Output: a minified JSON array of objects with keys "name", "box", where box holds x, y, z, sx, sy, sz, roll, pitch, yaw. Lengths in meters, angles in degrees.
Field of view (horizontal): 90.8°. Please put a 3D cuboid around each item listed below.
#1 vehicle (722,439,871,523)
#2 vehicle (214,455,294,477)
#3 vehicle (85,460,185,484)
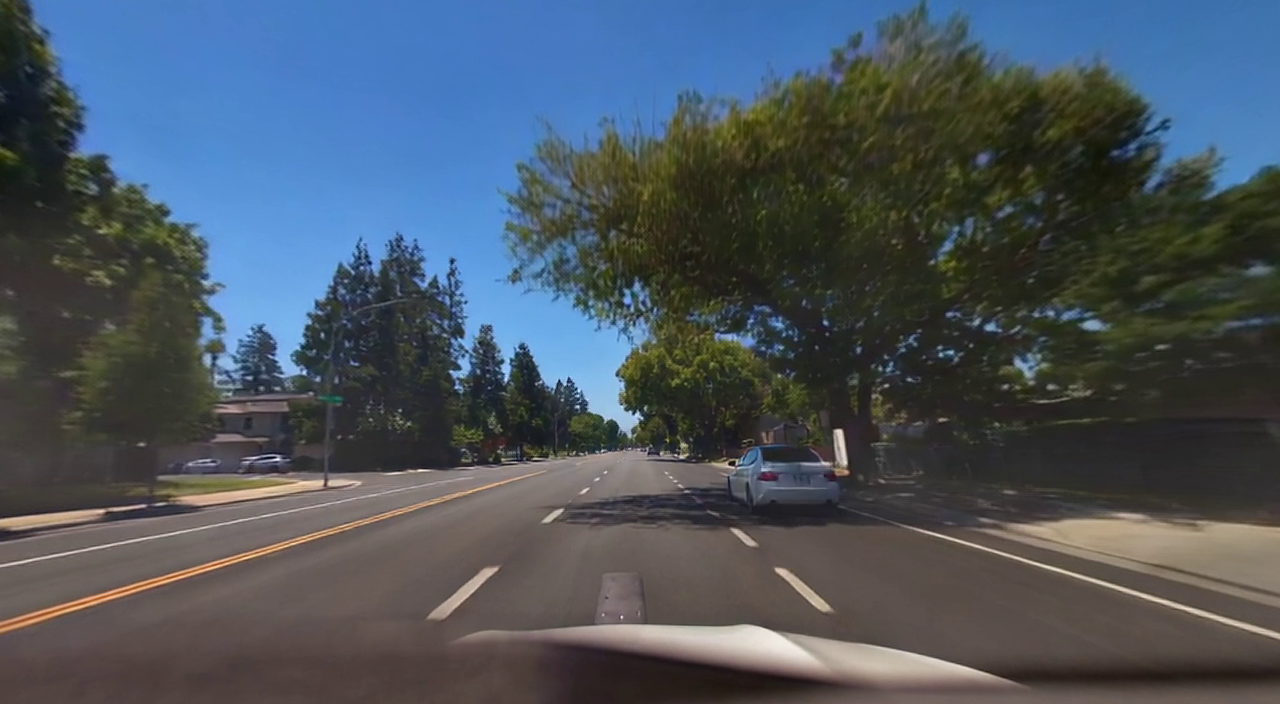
[{"name":"vehicle","box":[3.115,2.661,13.603,2.057,1.493,4.225,0,-9,-1]},{"name":"vehicle","box":[-29.462,8.720,48.283,4.917,1.598,1.937,-1,-9,4]},{"name":"vehicle","box":[-31.768,7.546,39.840,4.684,1.435,1.893,0,-9,2]}]
